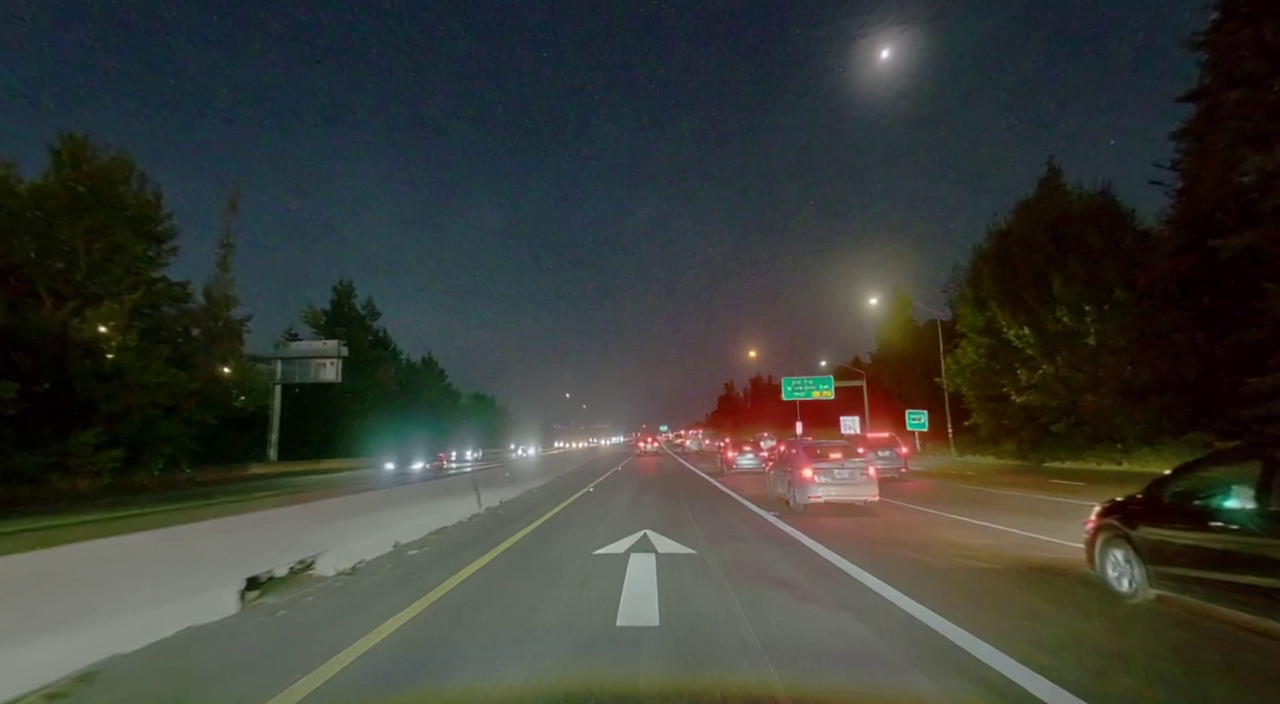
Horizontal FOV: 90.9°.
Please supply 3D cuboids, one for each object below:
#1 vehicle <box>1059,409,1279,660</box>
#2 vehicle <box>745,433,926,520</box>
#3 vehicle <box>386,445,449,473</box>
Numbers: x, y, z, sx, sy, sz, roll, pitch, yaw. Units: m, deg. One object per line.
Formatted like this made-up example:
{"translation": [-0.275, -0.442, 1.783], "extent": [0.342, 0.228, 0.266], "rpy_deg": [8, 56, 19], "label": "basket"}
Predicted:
{"translation": [5.028, 1.052, 3.403], "extent": [2.143, 1.516, 4.533], "rpy_deg": [1, -8, -5], "label": "vehicle"}
{"translation": [3.707, 2.445, 13.042], "extent": [2.198, 1.467, 4.675], "rpy_deg": [0, -8, -1], "label": "vehicle"}
{"translation": [-12.944, 6.242, 37.009], "extent": [1.902, 1.474, 4.752], "rpy_deg": [0, -8, 1], "label": "vehicle"}
